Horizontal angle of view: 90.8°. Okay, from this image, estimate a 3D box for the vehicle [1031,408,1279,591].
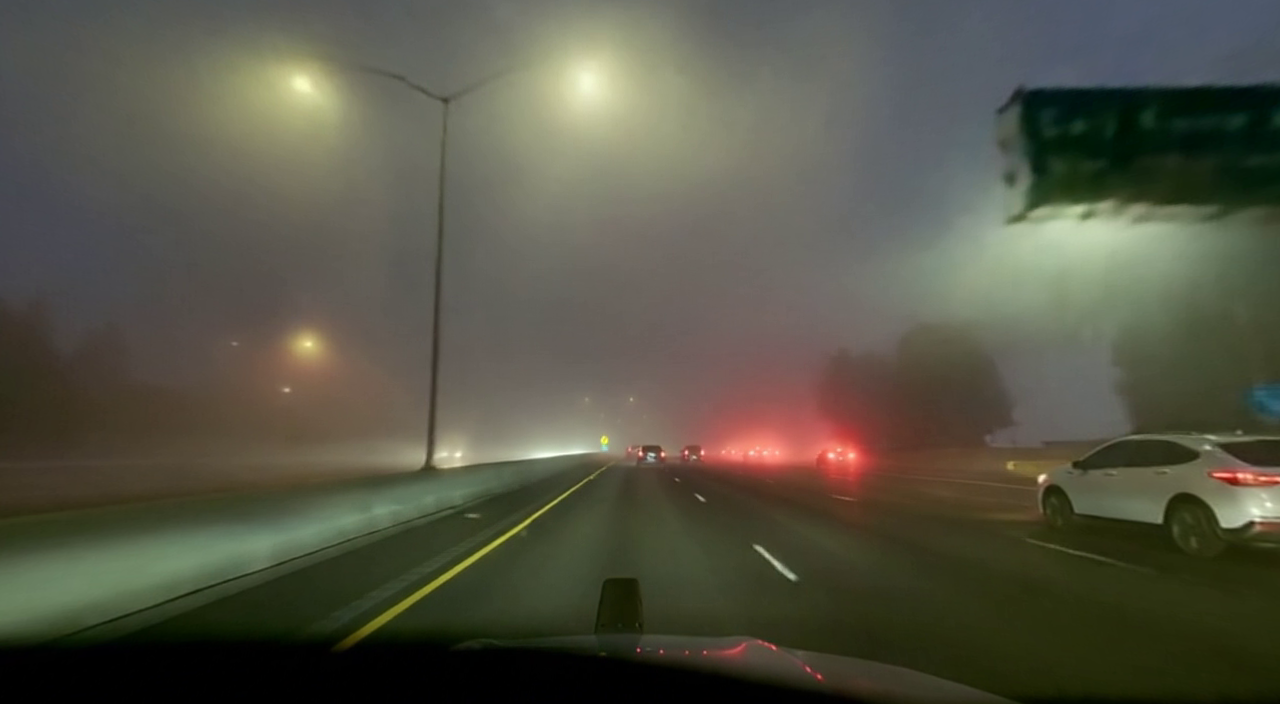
[{"bbox_3d":[6.941,1.572,7.181,2.027,1.679,4.543,0,-9,0],"label":"vehicle"}]

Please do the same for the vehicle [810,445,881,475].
[{"bbox_3d":[10.937,5.773,34.065,2.087,1.442,4.834,0,-9,-1],"label":"vehicle"}]

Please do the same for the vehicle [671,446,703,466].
[{"bbox_3d":[3.495,7.837,47.583,1.993,1.427,4.204,0,-9,-1],"label":"vehicle"}]

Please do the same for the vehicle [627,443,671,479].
[{"bbox_3d":[0.351,5.328,31.225,1.864,1.566,4.446,0,-8,-3],"label":"vehicle"}]
